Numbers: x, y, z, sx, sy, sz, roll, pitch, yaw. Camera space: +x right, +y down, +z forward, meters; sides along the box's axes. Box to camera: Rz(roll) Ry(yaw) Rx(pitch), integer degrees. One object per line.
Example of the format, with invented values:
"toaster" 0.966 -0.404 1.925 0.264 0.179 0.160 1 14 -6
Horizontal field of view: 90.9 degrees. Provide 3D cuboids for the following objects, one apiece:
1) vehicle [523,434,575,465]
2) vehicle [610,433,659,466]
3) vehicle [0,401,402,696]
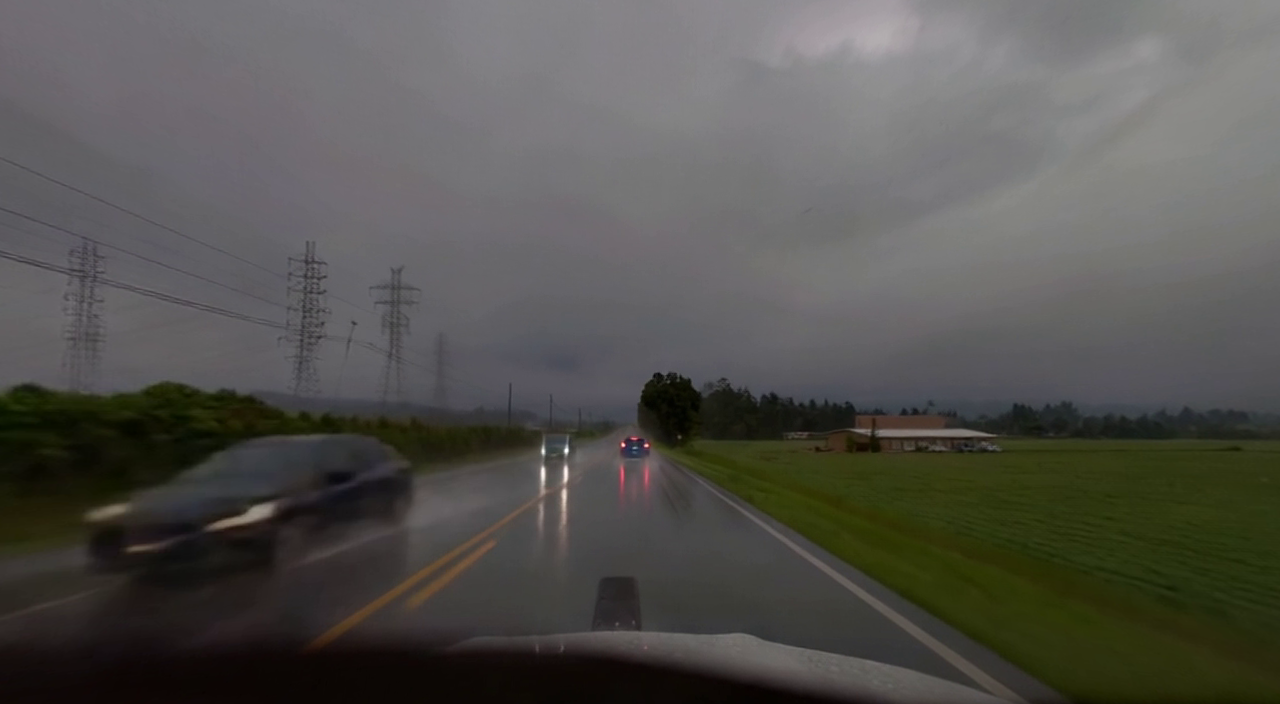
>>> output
"vehicle" -4.578 4.973 32.334 2.091 1.470 4.490 0 -8 -1
"vehicle" -0.271 4.741 30.842 2.241 1.471 3.829 0 -8 -1
"vehicle" -3.827 1.279 5.344 2.034 1.484 4.183 0 -8 -1
